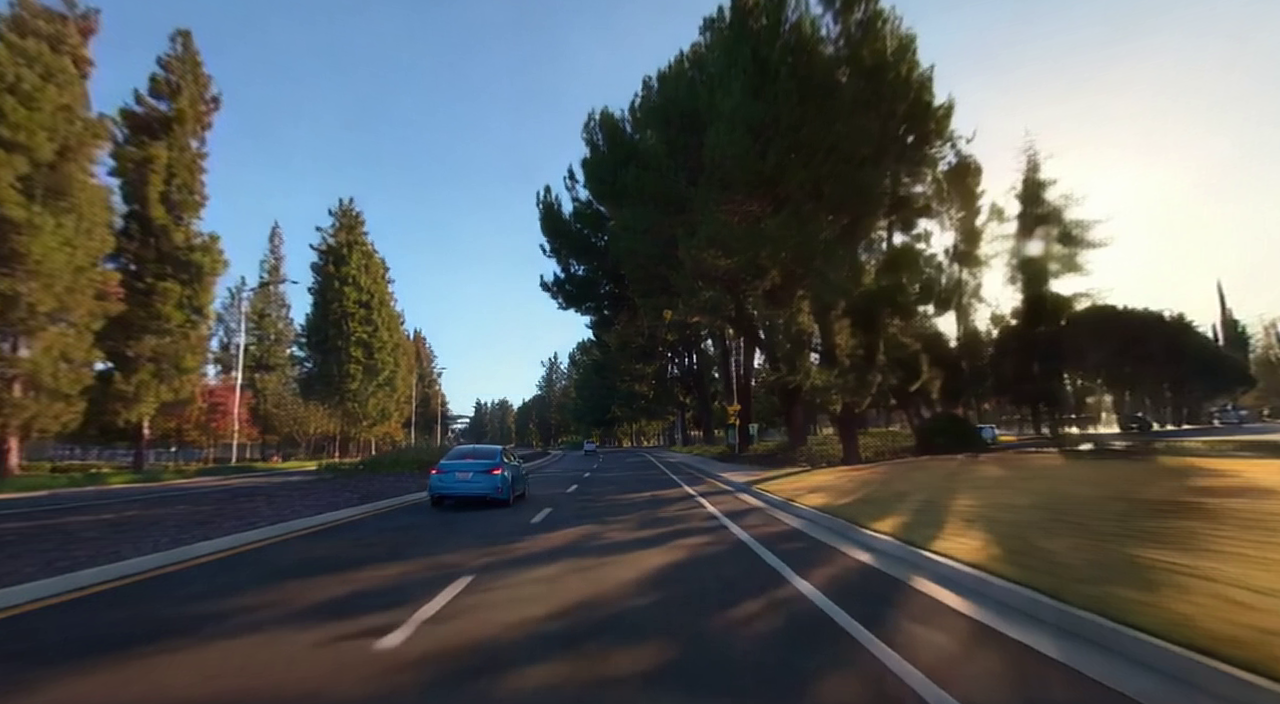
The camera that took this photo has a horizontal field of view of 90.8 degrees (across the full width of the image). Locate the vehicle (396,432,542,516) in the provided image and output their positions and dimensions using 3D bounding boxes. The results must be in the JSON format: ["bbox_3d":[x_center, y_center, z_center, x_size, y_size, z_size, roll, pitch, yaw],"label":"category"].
[{"bbox_3d":[-3.352,2.472,13.307,1.964,1.472,4.078,0,-8,-1],"label":"vehicle"}]
